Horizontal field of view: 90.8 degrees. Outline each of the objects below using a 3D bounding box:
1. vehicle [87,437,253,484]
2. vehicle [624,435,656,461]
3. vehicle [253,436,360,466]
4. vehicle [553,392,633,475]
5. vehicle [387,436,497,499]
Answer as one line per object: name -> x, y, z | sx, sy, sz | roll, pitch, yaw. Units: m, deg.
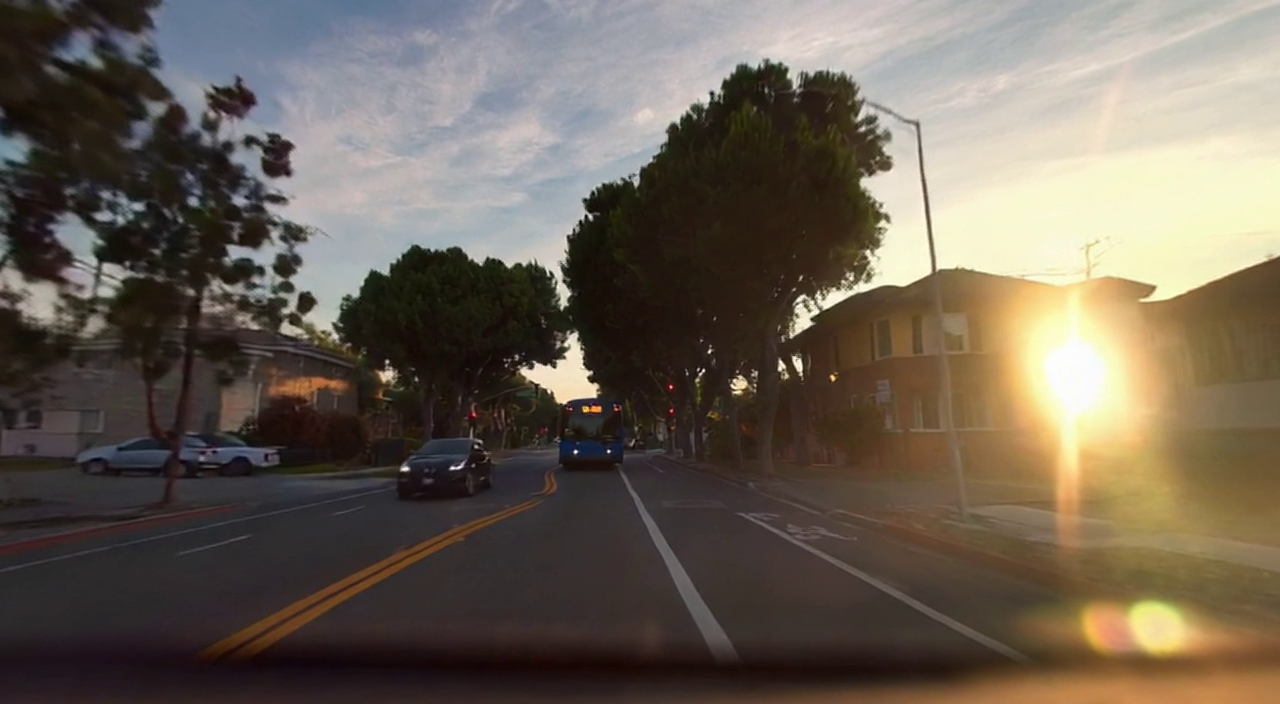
vehicle -> -17.056, 3.944, 23.116 | 4.481, 1.591, 1.807 | 0, -8, -4
vehicle -> -0.064, 6.999, 46.200 | 2.097, 1.675, 3.905 | 3, -8, -2
vehicle -> -18.283, 5.432, 34.849 | 4.778, 1.565, 1.919 | 0, -8, -3
vehicle -> -2.091, 4.204, 32.073 | 3.031, 3.200, 13.052 | 3, -8, -1
vehicle -> -5.335, 3.144, 17.631 | 1.925, 1.489, 4.235 | 0, -8, -4
